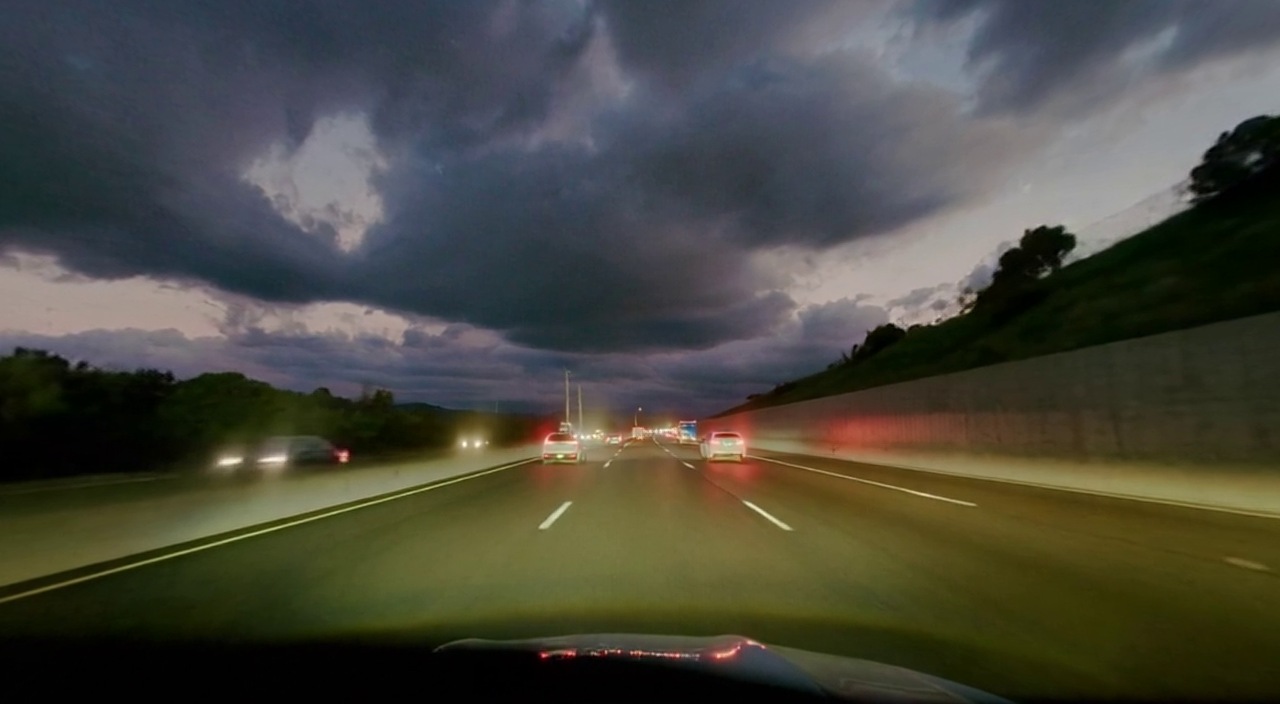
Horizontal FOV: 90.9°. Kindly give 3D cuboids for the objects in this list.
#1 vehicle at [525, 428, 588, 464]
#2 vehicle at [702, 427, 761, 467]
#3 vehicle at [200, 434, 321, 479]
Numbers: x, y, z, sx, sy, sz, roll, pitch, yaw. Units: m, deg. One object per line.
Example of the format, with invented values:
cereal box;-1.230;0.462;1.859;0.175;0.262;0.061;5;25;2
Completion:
vehicle;-3.627;4.173;28.120;2.204;1.486;4.121;0;-8;0
vehicle;3.630;3.821;25.585;1.806;1.469;3.681;0;-8;-1
vehicle;-14.581;4.006;24.550;2.015;1.577;4.262;0;-8;0
